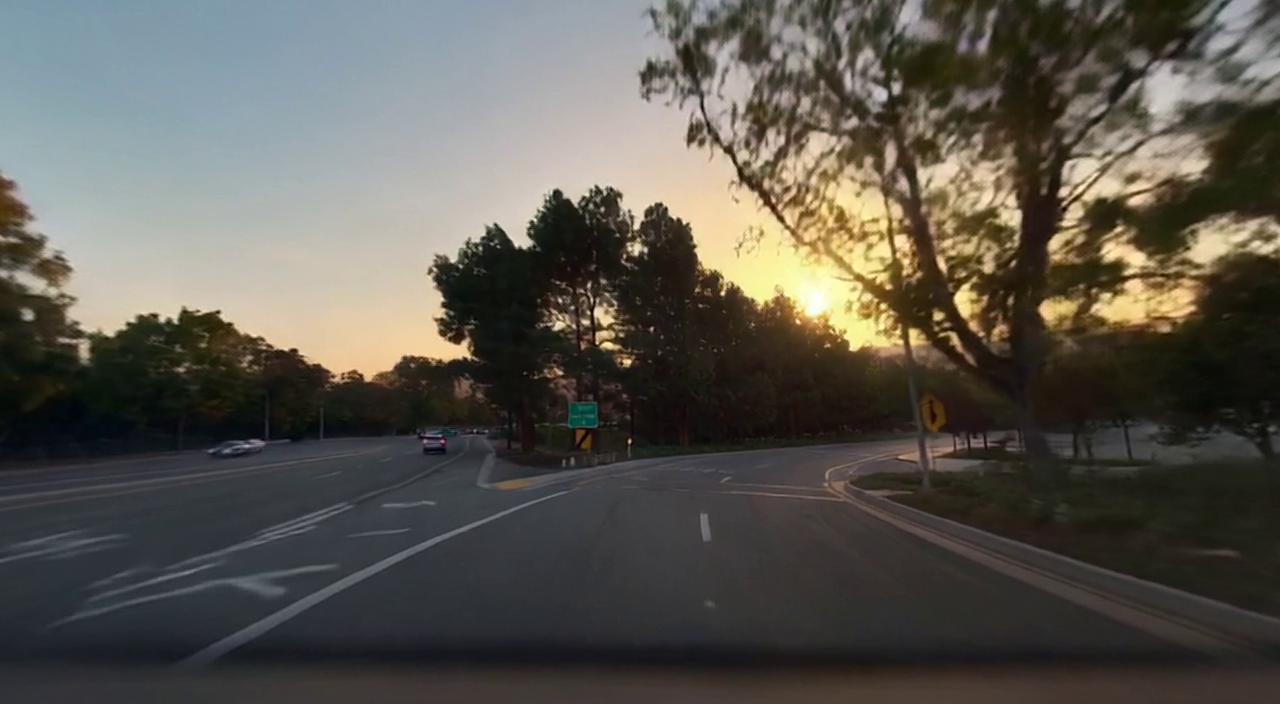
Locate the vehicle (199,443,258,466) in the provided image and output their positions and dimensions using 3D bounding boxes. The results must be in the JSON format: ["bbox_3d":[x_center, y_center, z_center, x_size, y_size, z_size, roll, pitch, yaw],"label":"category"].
[{"bbox_3d":[-27.695,6.890,42.639,1.847,1.440,4.250,2,-9,-12],"label":"vehicle"}]

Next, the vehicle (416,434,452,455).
[{"bbox_3d":[-15.147,6.866,46.651,2.108,1.472,4.099,2,-9,-13],"label":"vehicle"}]
